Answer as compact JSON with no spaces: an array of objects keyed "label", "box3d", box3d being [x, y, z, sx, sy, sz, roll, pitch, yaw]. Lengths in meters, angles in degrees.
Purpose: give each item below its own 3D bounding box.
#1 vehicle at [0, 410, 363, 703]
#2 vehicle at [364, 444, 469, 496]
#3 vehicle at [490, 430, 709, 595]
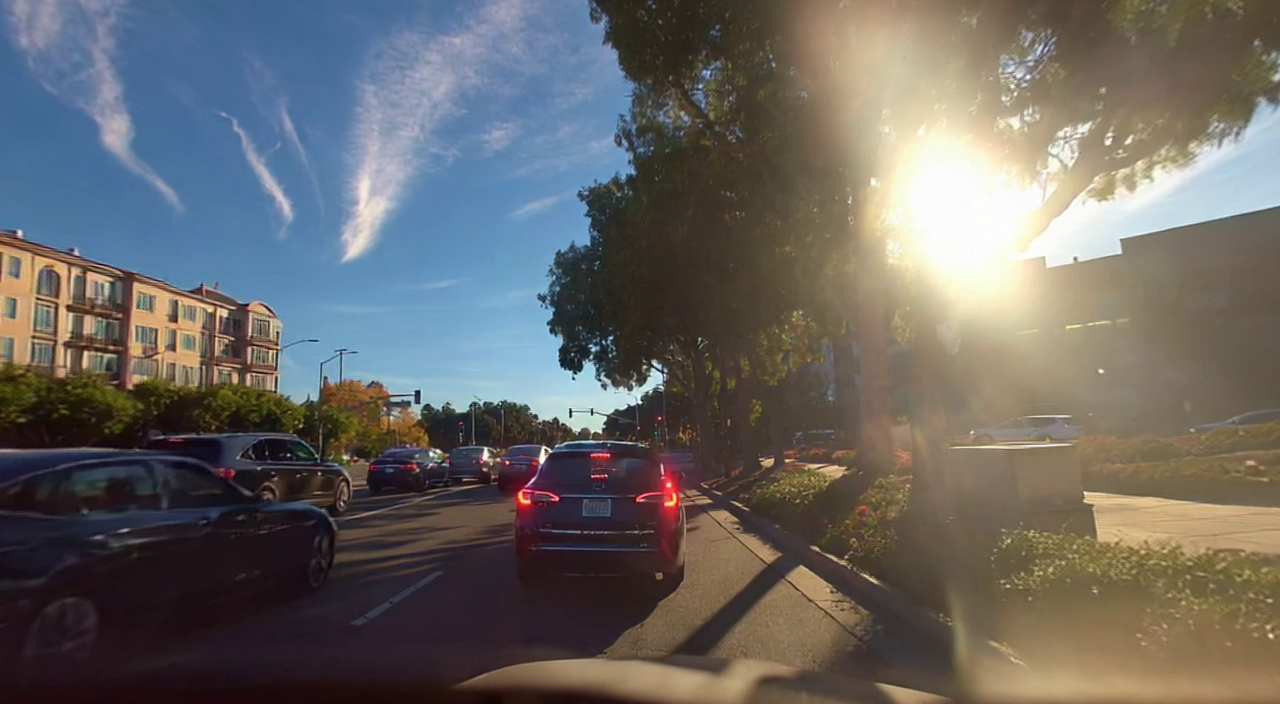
[{"label":"vehicle","box3d":[-3.984,1.264,4.467,1.913,1.521,4.539,0,-9,1]},{"label":"vehicle","box3d":[-7.346,3.890,21.268,1.851,1.532,4.279,0,-9,1]},{"label":"vehicle","box3d":[-0.394,1.819,8.014,2.066,1.544,3.954,0,-9,0]}]
